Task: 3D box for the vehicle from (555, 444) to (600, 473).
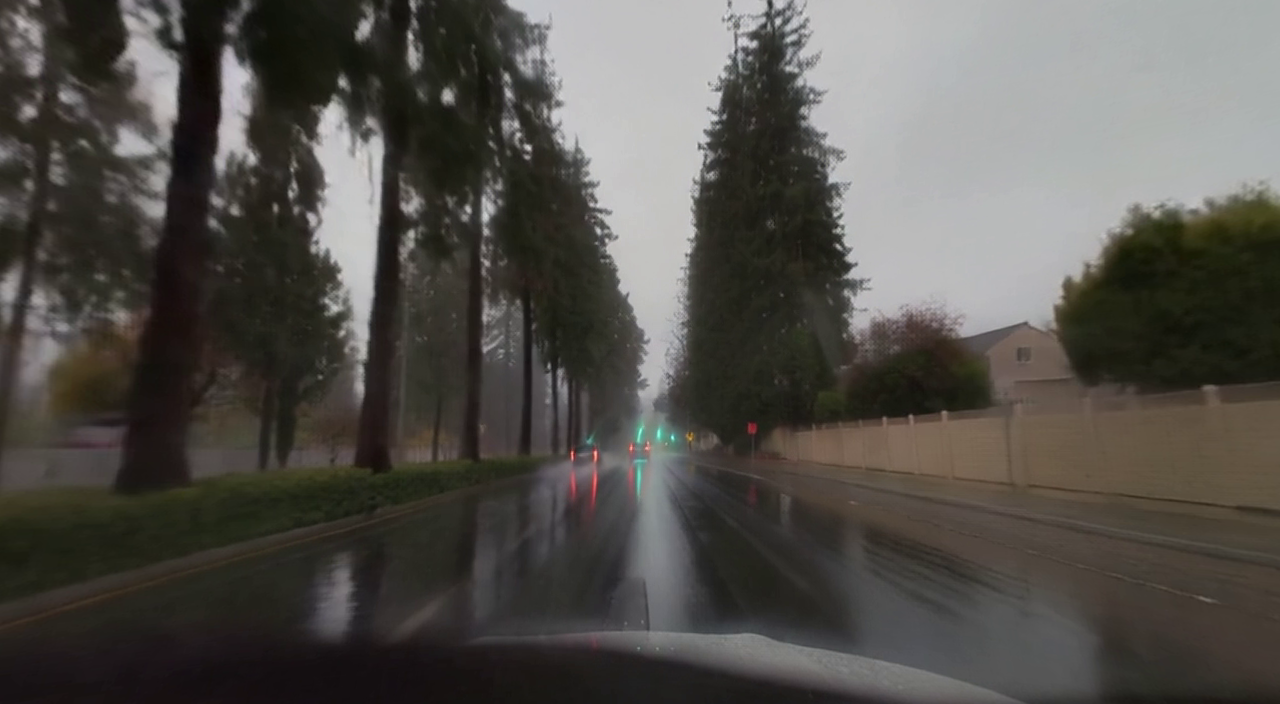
[{"bbox_3d":[-3.391,5.852,34.931,2.021,1.466,4.330,0,-9,1],"label":"vehicle"}]
